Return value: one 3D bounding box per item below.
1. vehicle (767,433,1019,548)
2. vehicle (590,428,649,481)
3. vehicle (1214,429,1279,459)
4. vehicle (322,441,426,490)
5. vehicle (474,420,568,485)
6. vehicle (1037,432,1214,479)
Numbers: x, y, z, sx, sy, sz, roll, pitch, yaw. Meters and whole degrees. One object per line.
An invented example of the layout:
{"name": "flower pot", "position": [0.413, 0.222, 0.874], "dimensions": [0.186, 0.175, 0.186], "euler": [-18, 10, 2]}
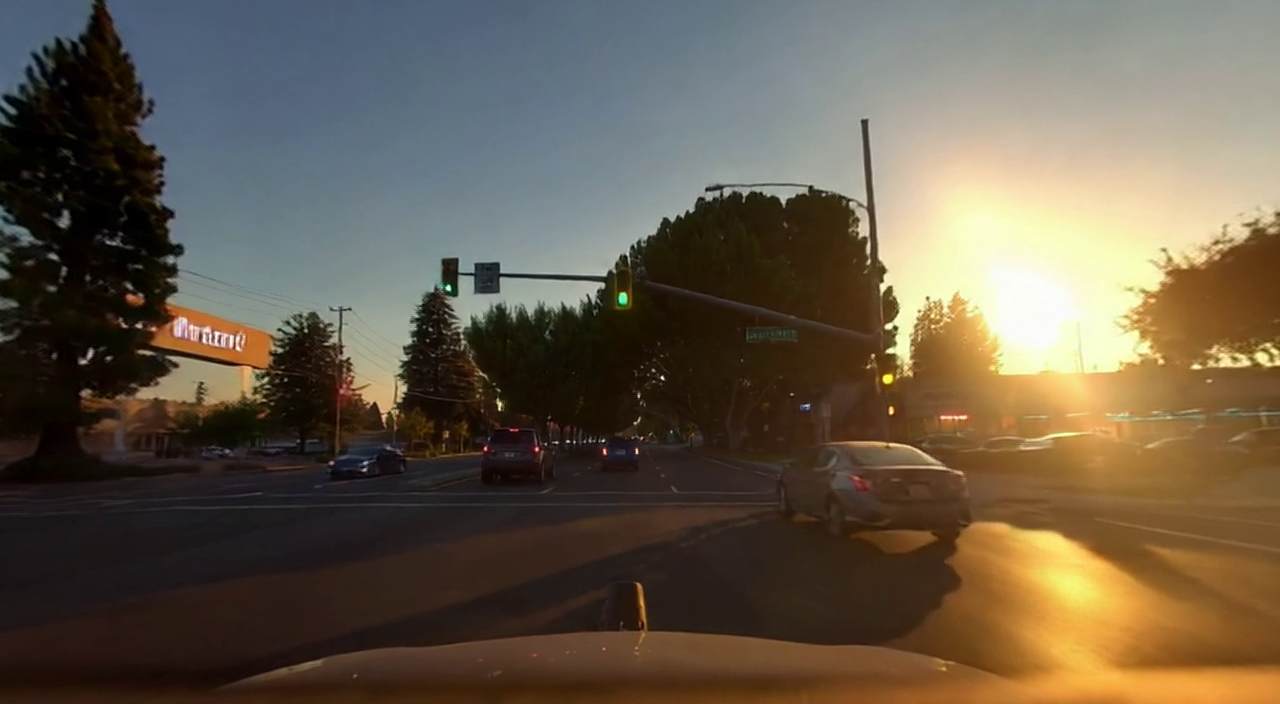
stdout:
{"name": "vehicle", "position": [3.707, 2.108, 10.384], "dimensions": [2.207, 1.447, 4.418], "euler": [0, -8, -2]}
{"name": "vehicle", "position": [-0.737, 3.874, 23.994], "dimensions": [2.061, 1.809, 4.141], "euler": [0, -8, -1]}
{"name": "vehicle", "position": [31.713, 4.581, 31.496], "dimensions": [4.347, 1.457, 1.785], "euler": [0, -8, 0]}
{"name": "vehicle", "position": [-9.223, 3.930, 22.333], "dimensions": [1.867, 1.427, 4.371], "euler": [-3, -8, -1]}
{"name": "vehicle", "position": [-4.021, 3.529, 22.436], "dimensions": [2.252, 1.999, 5.605], "euler": [0, -8, 0]}
{"name": "vehicle", "position": [18.975, 4.048, 24.892], "dimensions": [5.209, 1.743, 2.081], "euler": [0, -8, 0]}
